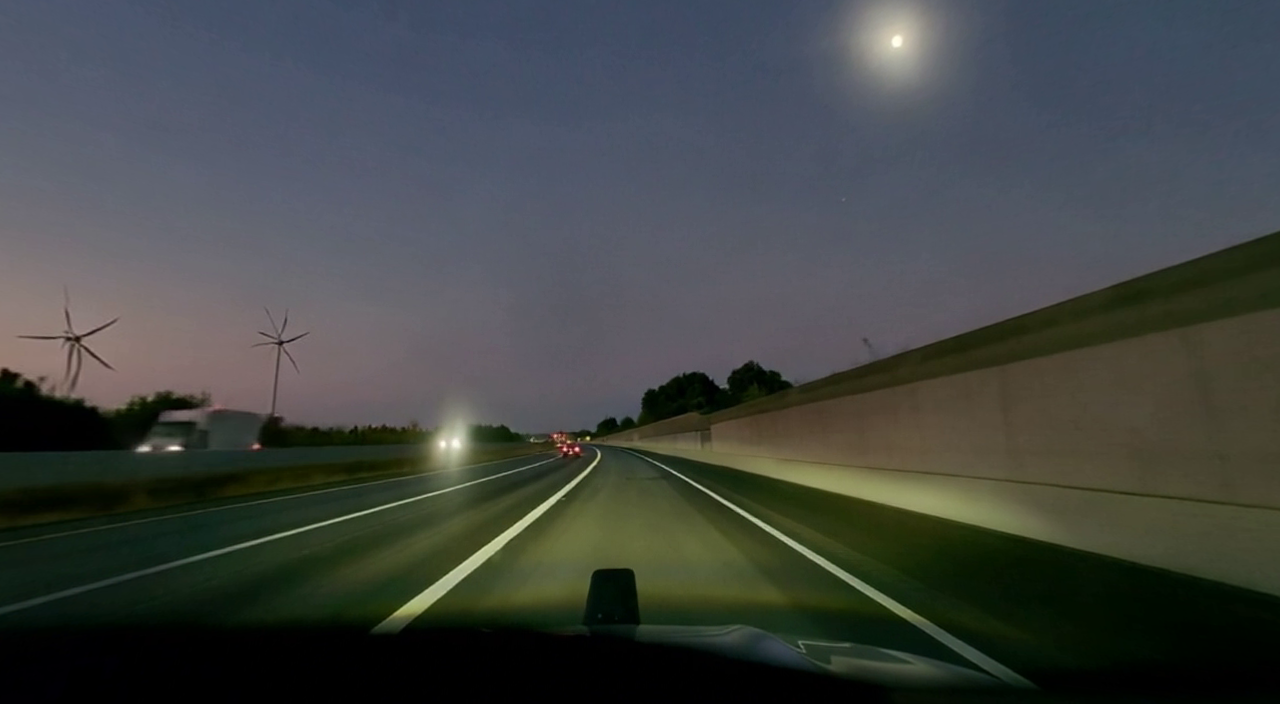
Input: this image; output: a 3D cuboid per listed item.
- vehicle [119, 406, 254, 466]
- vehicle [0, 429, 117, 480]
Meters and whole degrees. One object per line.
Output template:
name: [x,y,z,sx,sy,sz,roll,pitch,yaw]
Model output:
vehicle: [-24.338,4.601,34.286,2.540,2.900,6.641,0,-8,-2]
vehicle: [-19.636,3.250,20.173,1.841,1.471,4.661,0,-8,-2]
